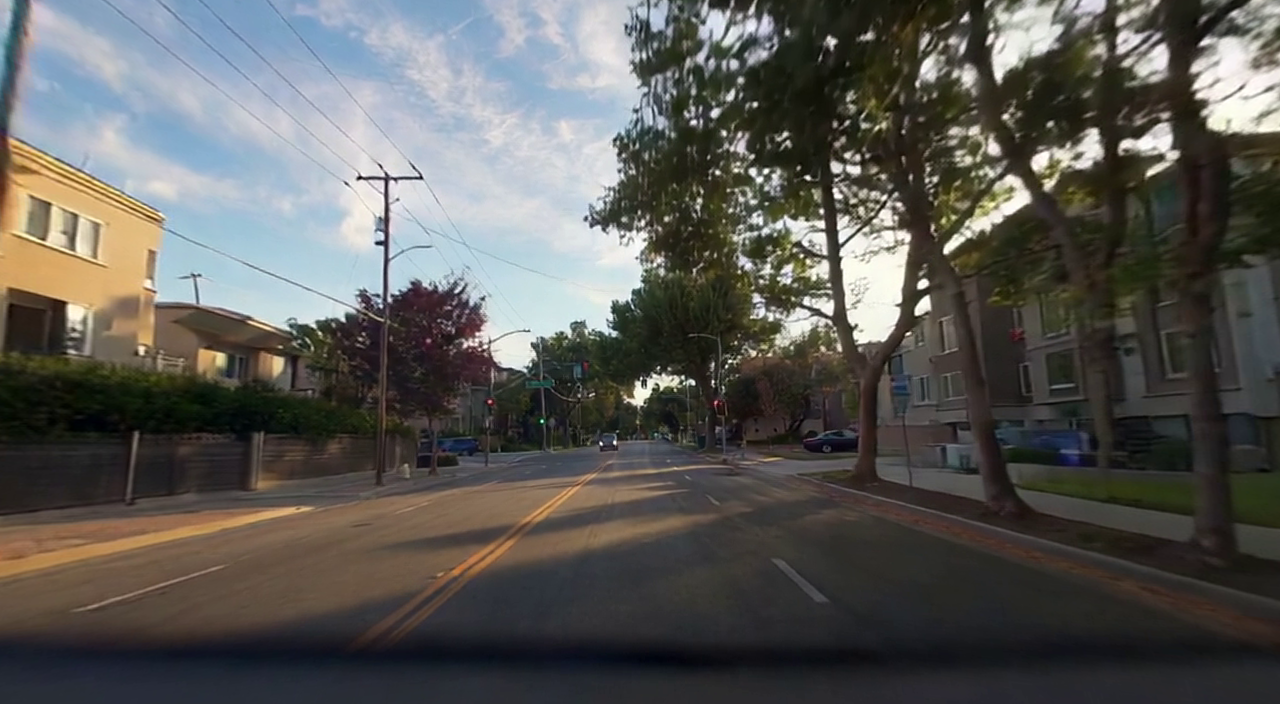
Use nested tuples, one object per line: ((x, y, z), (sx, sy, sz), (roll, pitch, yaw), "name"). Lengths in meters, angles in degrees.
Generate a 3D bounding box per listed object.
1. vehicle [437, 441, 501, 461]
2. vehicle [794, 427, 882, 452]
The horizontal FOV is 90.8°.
((-12.551, 7.282, 46.575), (4.135, 1.424, 1.945), (-1, -9, 4), "vehicle")
((12.686, 5.644, 40.667), (4.908, 1.521, 2.108), (0, -8, -4), "vehicle")
